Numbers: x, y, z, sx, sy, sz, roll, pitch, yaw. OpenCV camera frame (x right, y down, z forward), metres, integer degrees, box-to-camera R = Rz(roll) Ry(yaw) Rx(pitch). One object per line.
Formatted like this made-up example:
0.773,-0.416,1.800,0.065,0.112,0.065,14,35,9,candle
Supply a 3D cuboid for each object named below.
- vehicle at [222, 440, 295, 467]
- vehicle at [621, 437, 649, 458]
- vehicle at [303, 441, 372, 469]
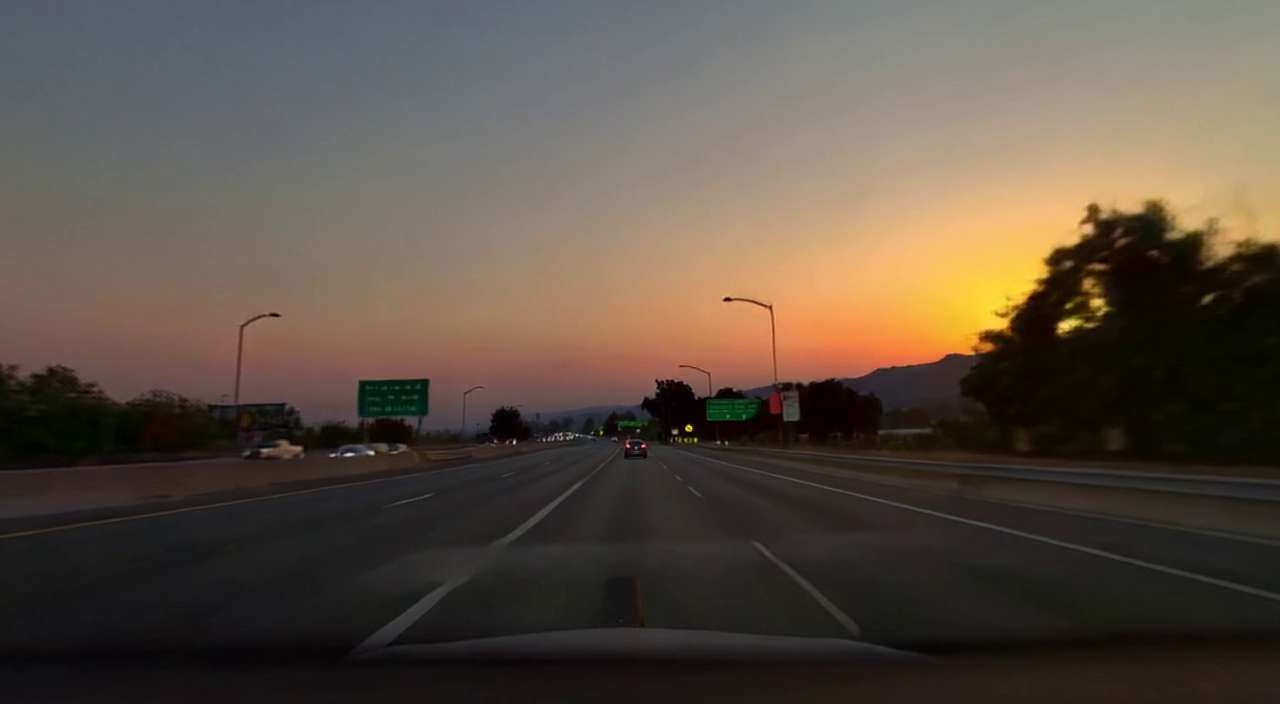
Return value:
-29.031,7.697,48.278,2.216,1.905,5.411,0,-9,-1,vehicle
-0.359,7.177,47.314,2.025,1.460,4.189,0,-9,0,vehicle
-18.226,6.230,38.342,1.893,1.520,4.617,-1,-9,0,vehicle
